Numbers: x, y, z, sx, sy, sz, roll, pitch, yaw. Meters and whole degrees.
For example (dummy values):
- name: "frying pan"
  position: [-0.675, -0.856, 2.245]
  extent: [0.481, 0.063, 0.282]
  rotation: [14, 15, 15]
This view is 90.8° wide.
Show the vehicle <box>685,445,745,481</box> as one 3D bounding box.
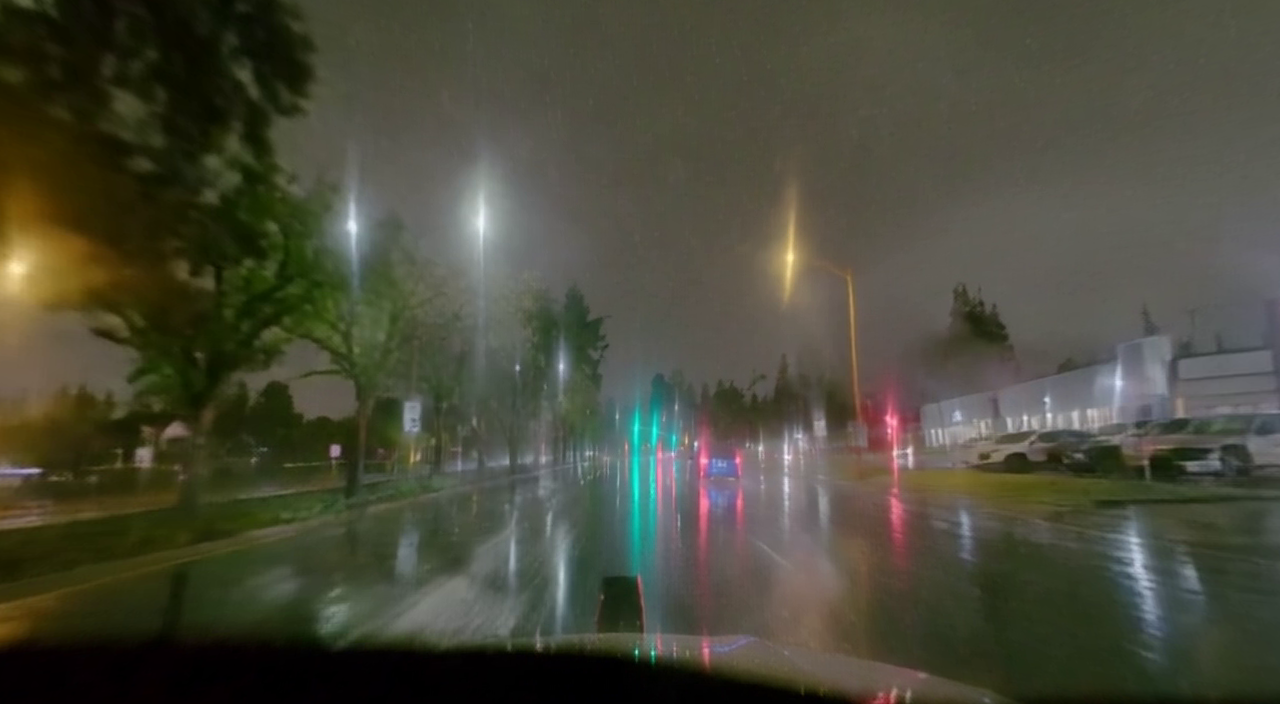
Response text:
- name: "vehicle"
  position: [3.333, 5.005, 28.896]
  extent: [2.033, 1.482, 4.571]
  rotation: [0, -8, -2]

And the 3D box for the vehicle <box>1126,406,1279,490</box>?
- name: "vehicle"
  position: [16.164, 2.423, 16.025]
  extent: [5.749, 1.961, 2.230]
  rotation: [0, -8, -1]
